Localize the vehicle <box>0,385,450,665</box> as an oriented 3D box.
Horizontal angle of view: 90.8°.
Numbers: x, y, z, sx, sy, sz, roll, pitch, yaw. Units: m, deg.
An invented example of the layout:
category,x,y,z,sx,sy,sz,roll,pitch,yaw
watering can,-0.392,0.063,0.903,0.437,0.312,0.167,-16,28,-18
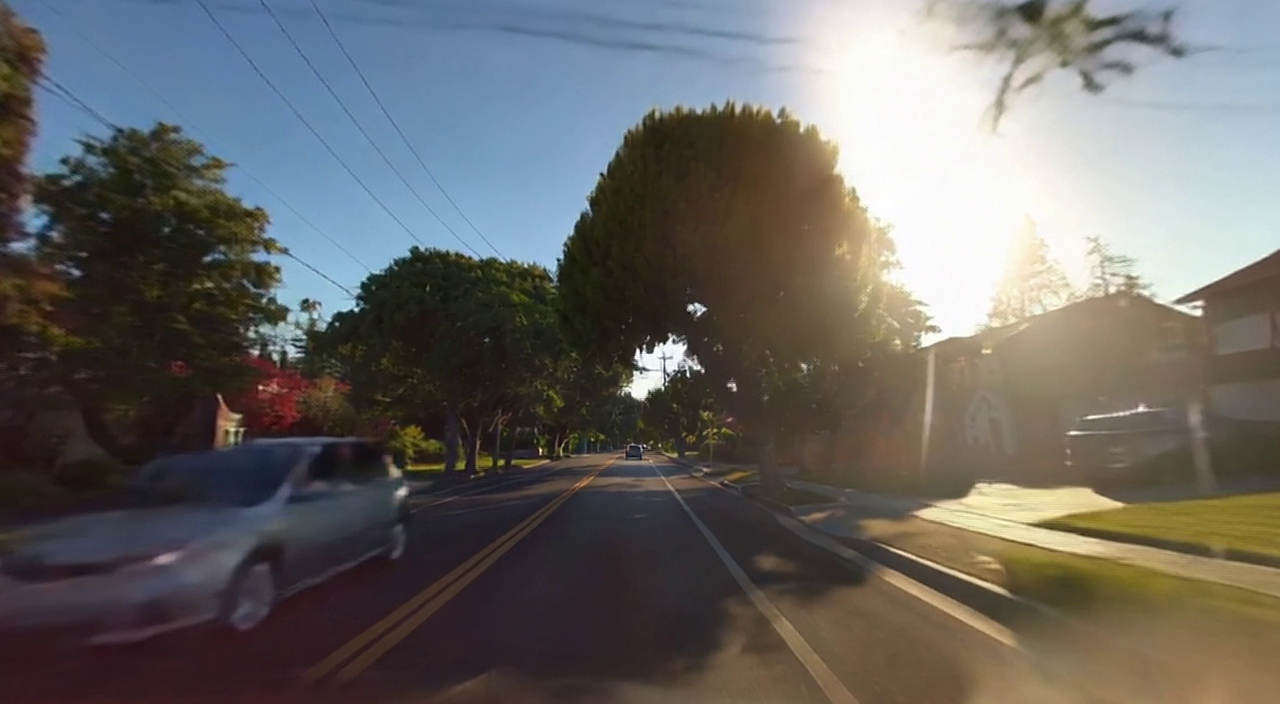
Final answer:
category,x,y,z,sx,sy,sz,roll,pitch,yaw
vehicle,-3.803,1.484,6.558,2.145,1.762,4.960,0,-9,-1
